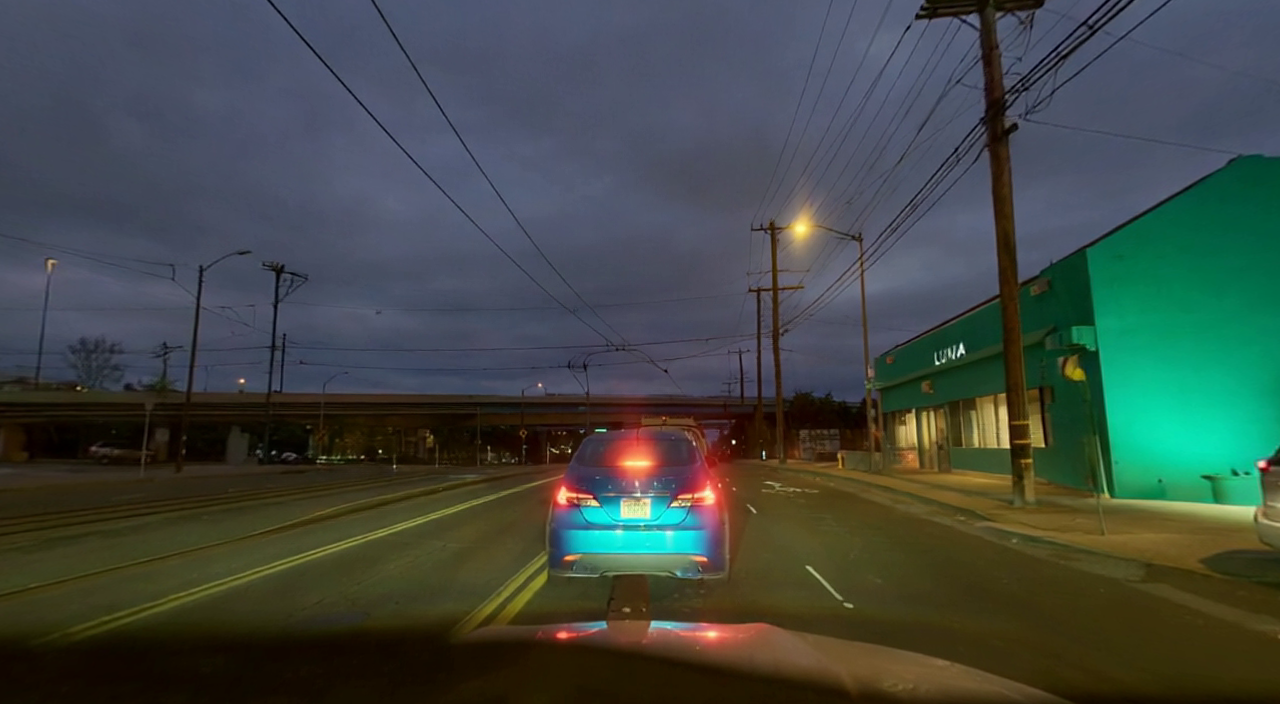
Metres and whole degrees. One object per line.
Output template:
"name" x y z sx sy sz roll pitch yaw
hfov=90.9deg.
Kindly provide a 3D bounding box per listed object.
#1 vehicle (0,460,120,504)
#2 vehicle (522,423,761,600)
"vehicle" -21.934 4.674 22.841 4.566 1.453 1.935 -1 -9 5
"vehicle" 0.100 1.706 7.610 2.090 1.518 4.033 -1 -9 3
